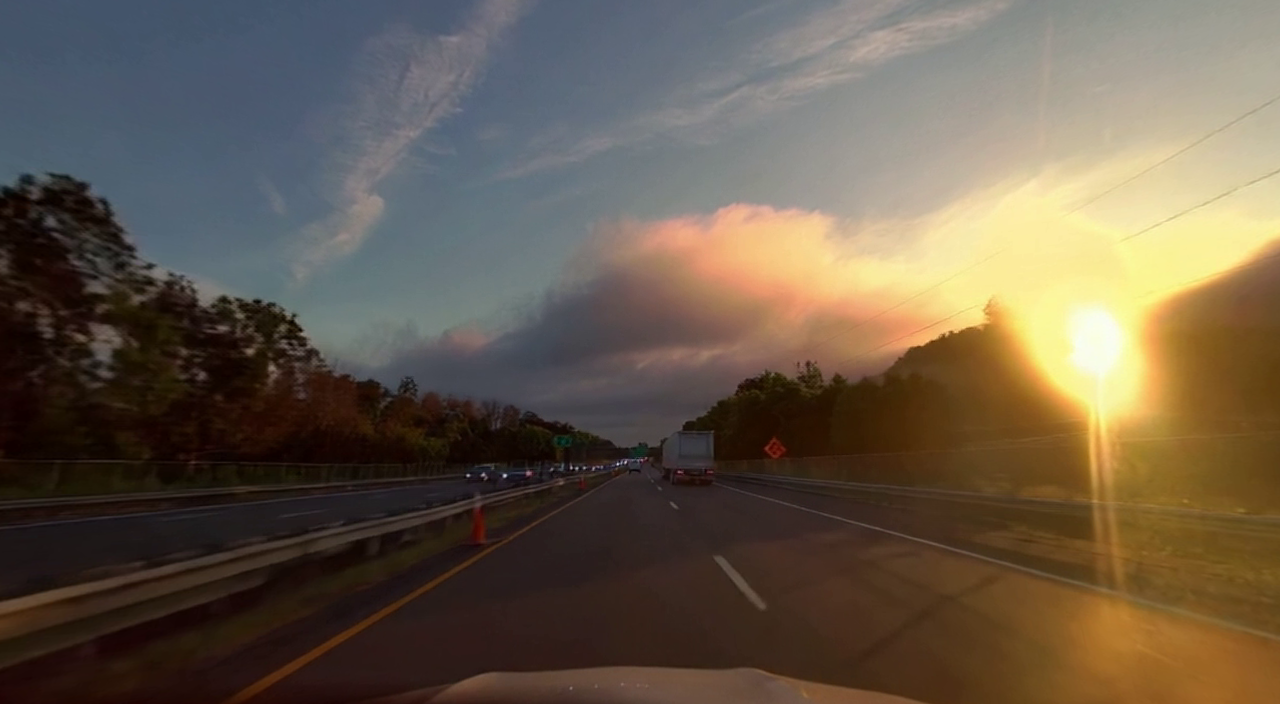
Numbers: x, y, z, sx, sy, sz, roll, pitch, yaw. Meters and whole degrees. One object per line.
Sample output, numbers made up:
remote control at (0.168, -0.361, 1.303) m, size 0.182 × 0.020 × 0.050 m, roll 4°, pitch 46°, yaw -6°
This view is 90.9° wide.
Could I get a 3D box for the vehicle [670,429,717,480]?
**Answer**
vehicle at (3.954, 7.787, 47.984) m, size 2.806 × 3.499 × 5.698 m, roll -2°, pitch -9°, yaw -1°
